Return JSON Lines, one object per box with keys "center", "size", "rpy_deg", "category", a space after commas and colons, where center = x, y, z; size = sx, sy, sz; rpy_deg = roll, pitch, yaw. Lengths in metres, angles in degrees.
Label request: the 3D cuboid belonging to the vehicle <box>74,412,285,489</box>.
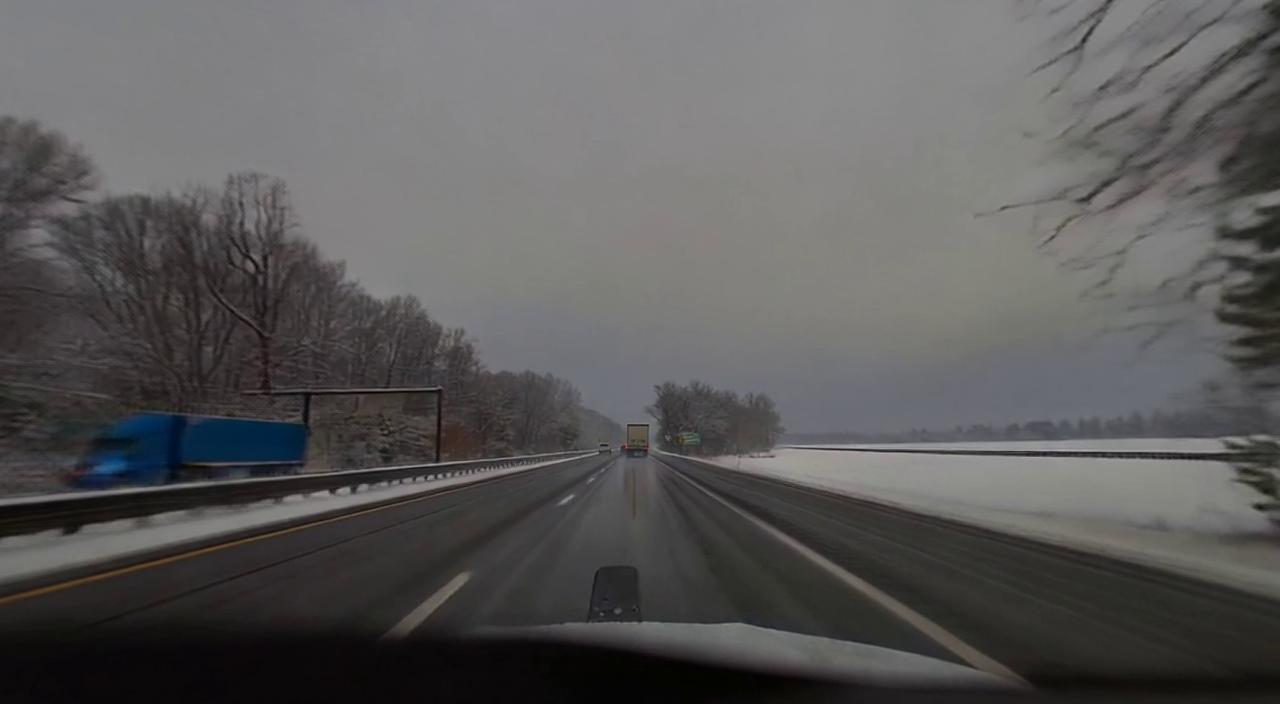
{"center": [-28.206, 6.277, 40.046], "size": [2.903, 3.942, 14.419], "rpy_deg": [0, -9, -1], "category": "vehicle"}
